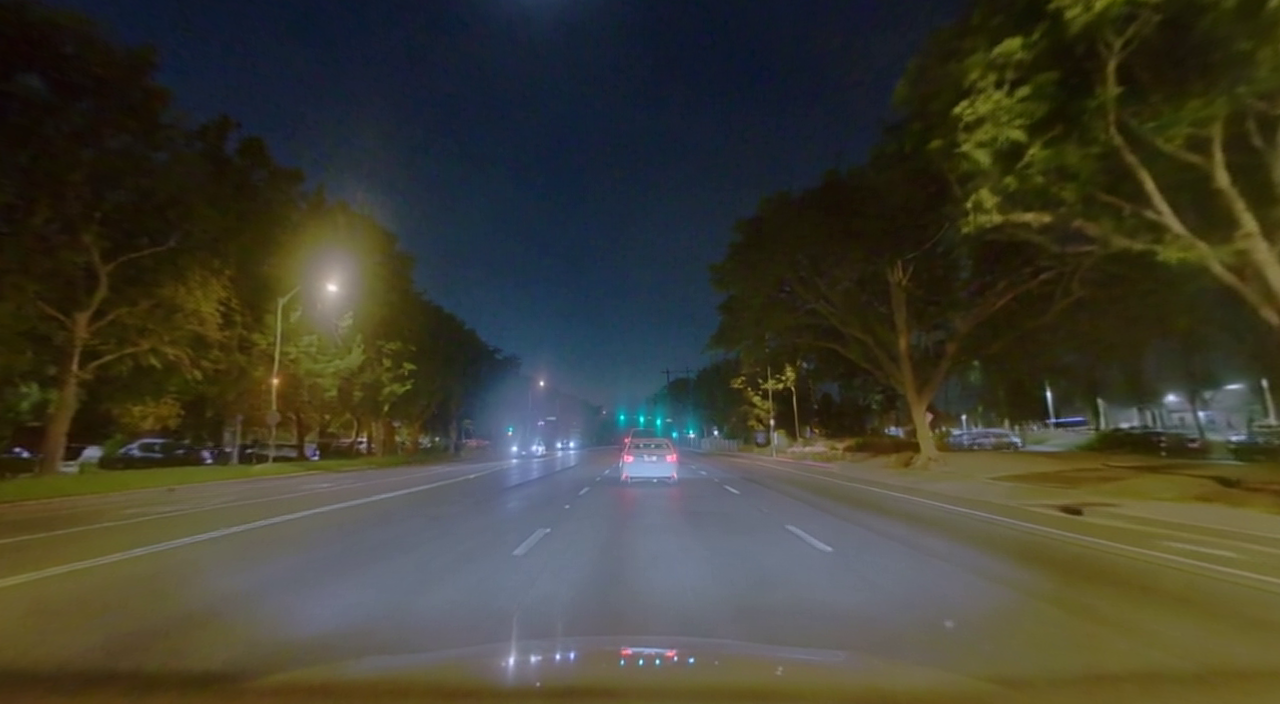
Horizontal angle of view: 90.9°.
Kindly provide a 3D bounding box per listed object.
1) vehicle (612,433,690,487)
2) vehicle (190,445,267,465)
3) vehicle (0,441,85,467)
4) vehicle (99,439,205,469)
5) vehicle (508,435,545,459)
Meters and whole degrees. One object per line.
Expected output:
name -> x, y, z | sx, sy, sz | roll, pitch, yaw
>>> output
vehicle -> 0.256, 3.174, 18.858 | 2.093, 1.442, 3.977 | 0, -8, -1
vehicle -> -30.412, 7.617, 46.711 | 4.356, 1.444, 1.819 | 0, -8, -1
vehicle -> -42.399, 7.207, 44.580 | 4.334, 1.769, 1.975 | 0, -8, -2
vehicle -> -30.123, 6.313, 39.042 | 4.764, 1.786, 2.091 | 0, -8, 0
vehicle -> -8.848, 7.442, 49.600 | 2.131, 1.778, 4.912 | 0, -8, -1
